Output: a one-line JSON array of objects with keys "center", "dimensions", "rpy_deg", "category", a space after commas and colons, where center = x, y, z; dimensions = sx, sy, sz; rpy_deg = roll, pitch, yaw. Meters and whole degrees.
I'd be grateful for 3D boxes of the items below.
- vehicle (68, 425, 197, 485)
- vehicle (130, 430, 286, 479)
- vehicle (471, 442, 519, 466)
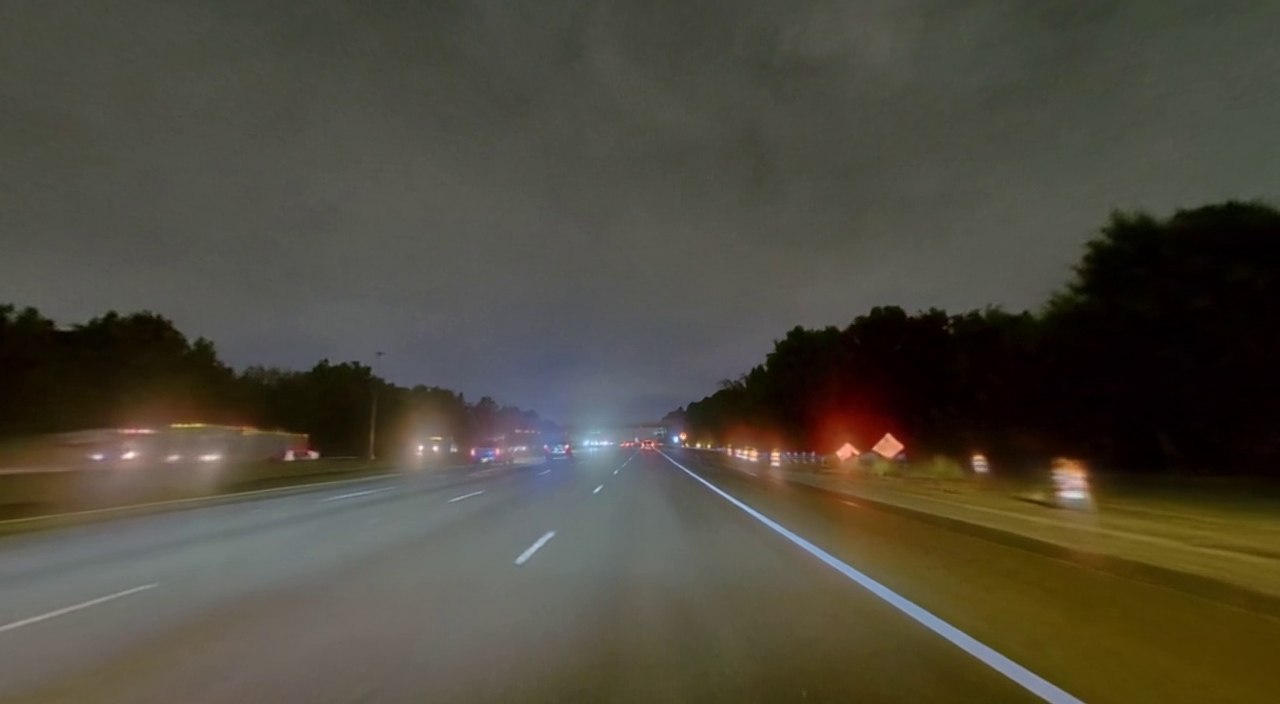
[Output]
[{"center": [-30.049, 6.091, 37.620], "dimensions": [3.063, 3.267, 5.329], "rpy_deg": [0, -8, 1], "category": "vehicle"}, {"center": [-18.791, 4.528, 27.979], "dimensions": [2.447, 1.910, 6.271], "rpy_deg": [0, -9, 0], "category": "vehicle"}, {"center": [-9.762, 6.880, 42.747], "dimensions": [2.122, 1.511, 4.576], "rpy_deg": [0, -9, 0], "category": "vehicle"}]
